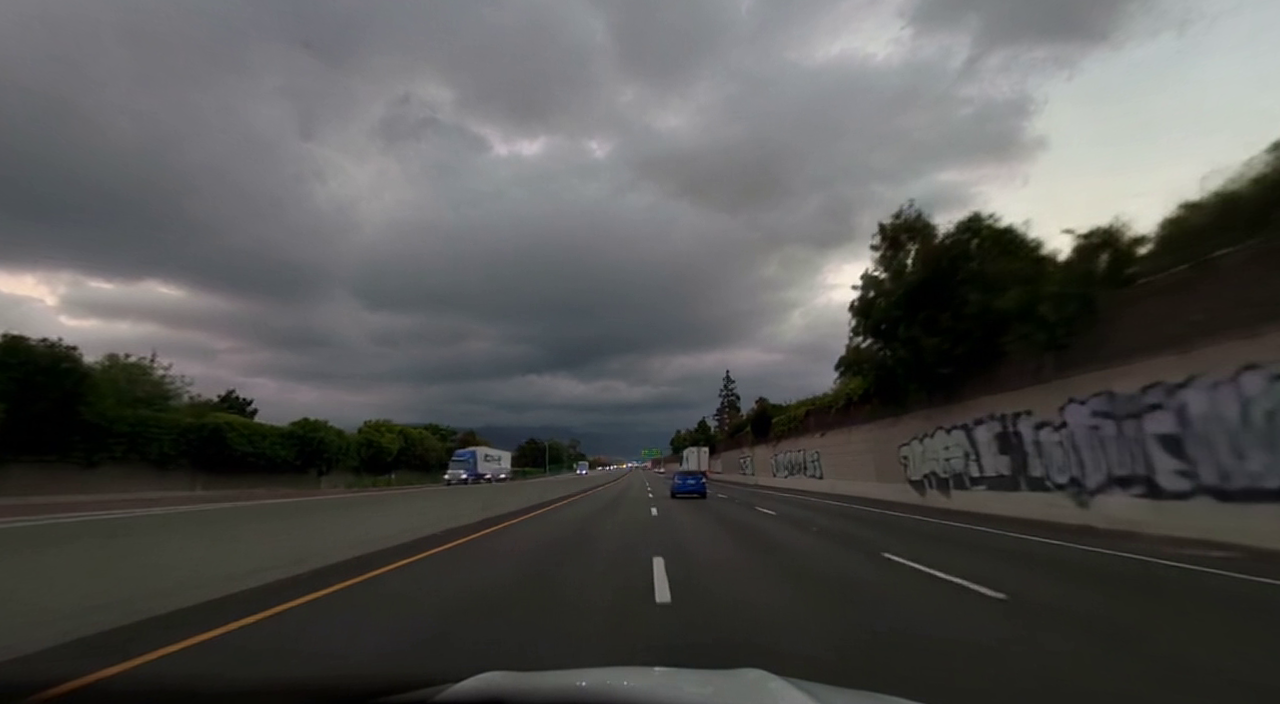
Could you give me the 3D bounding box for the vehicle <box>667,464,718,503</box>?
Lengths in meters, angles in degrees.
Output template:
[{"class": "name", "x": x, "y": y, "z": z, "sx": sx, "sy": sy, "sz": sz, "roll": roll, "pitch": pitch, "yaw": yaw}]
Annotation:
[{"class": "vehicle", "x": 2.302, "y": 5.865, "z": 28.373, "sx": 2.011, "sy": 1.574, "sz": 3.512, "roll": 2, "pitch": -10, "yaw": 1}]
